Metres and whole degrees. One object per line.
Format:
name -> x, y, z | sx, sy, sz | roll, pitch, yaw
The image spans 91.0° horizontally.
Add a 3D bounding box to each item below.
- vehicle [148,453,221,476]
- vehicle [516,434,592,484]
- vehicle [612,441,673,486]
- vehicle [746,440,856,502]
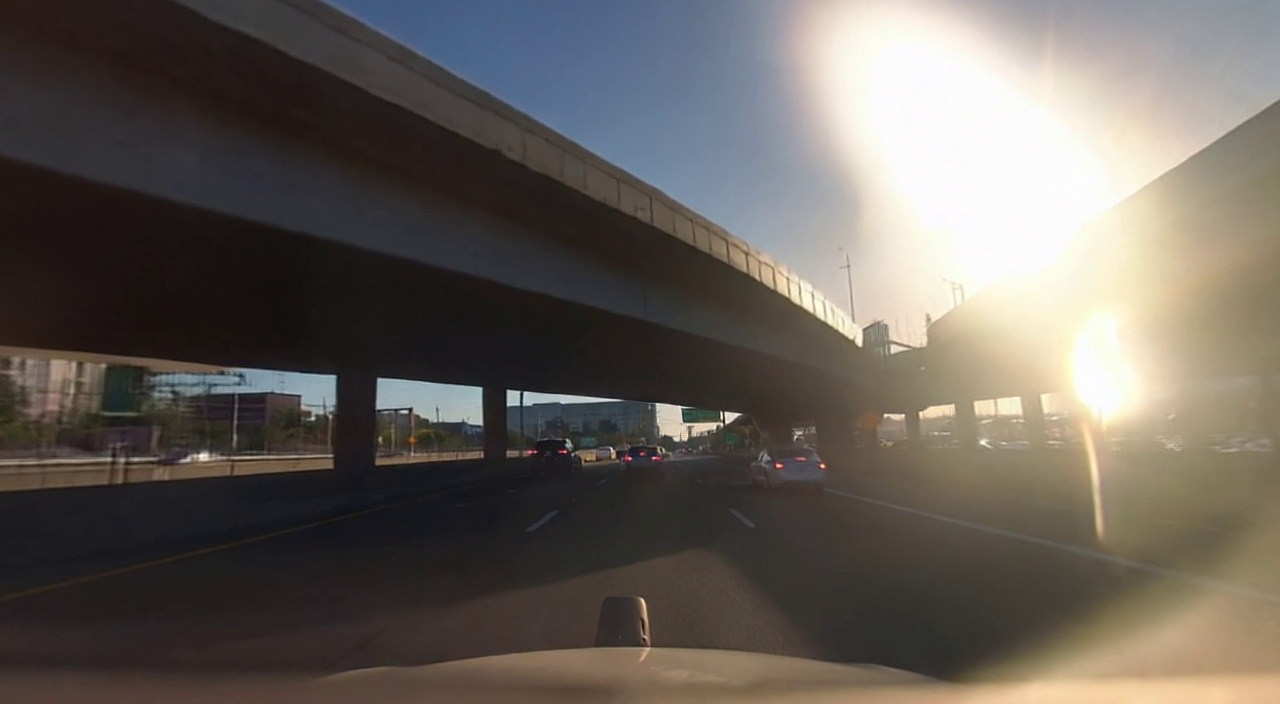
vehicle -> -32.371, 7.983, 44.884 | 1.772, 1.487, 4.348 | 0, -9, 3
vehicle -> -3.333, 4.248, 25.354 | 2.142, 1.819, 4.648 | 0, -9, 3
vehicle -> 0.156, 4.142, 23.719 | 2.089, 1.493, 3.964 | 0, -8, 2
vehicle -> 4.263, 3.204, 17.380 | 1.974, 1.490, 3.994 | 0, -9, 0
